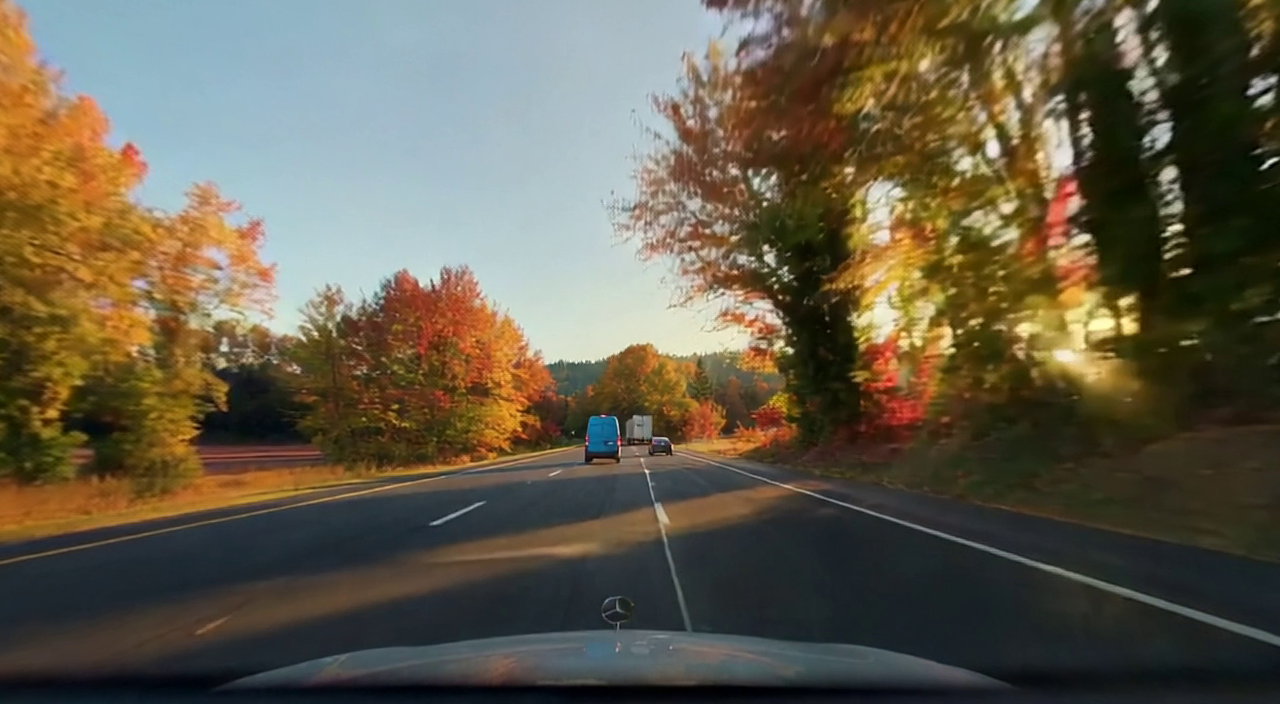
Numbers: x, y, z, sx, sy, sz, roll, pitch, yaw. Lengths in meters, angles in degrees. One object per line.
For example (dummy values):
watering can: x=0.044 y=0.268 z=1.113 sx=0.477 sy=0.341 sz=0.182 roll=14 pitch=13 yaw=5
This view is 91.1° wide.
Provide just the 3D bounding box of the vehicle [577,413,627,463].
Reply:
vehicle: x=-2.057 y=4.884 z=35.788 sx=2.389 sy=2.637 sz=5.437 roll=0 pitch=-8 yaw=1
